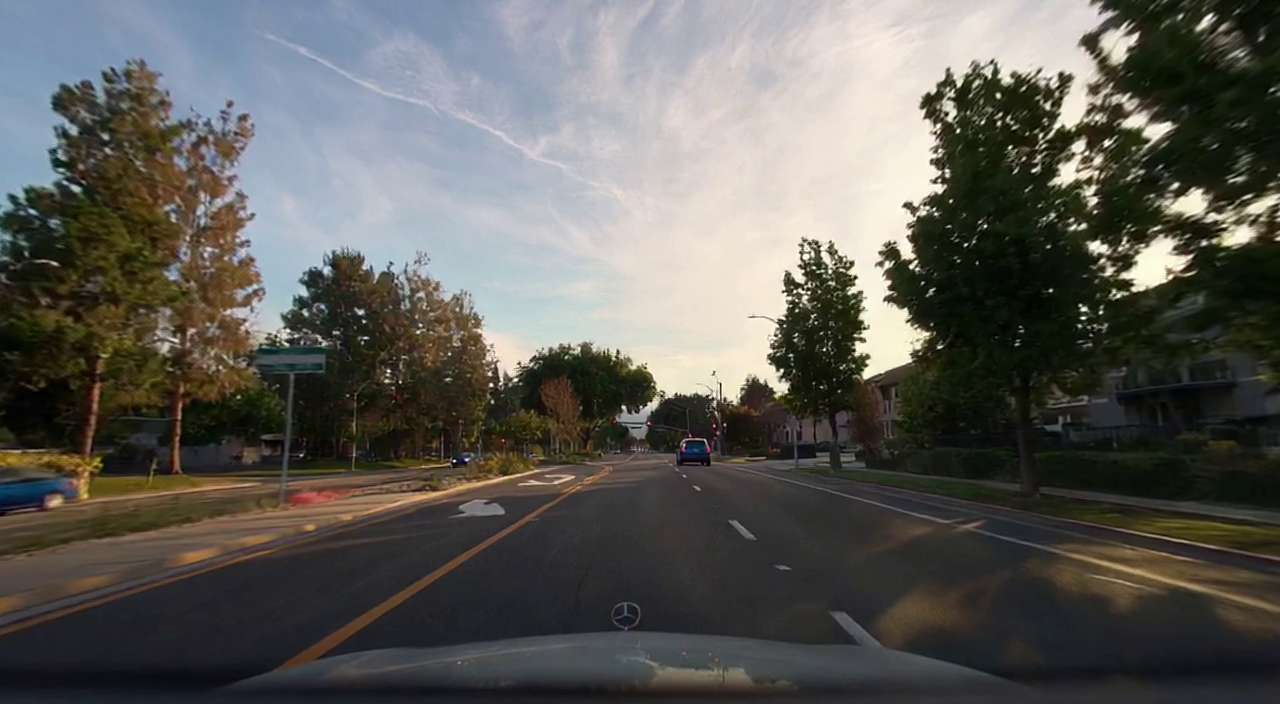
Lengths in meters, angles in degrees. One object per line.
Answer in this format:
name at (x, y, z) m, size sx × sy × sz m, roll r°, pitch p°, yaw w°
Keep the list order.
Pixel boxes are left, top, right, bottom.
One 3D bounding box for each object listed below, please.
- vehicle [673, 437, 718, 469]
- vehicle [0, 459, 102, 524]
vehicle at (3.353, 6.227, 39.054) m, size 2.229 × 1.795 × 4.927 m, roll 0°, pitch -9°, yaw -2°
vehicle at (-16.340, 3.455, 15.656) m, size 1.959 × 1.473 × 4.561 m, roll 0°, pitch -9°, yaw 1°
